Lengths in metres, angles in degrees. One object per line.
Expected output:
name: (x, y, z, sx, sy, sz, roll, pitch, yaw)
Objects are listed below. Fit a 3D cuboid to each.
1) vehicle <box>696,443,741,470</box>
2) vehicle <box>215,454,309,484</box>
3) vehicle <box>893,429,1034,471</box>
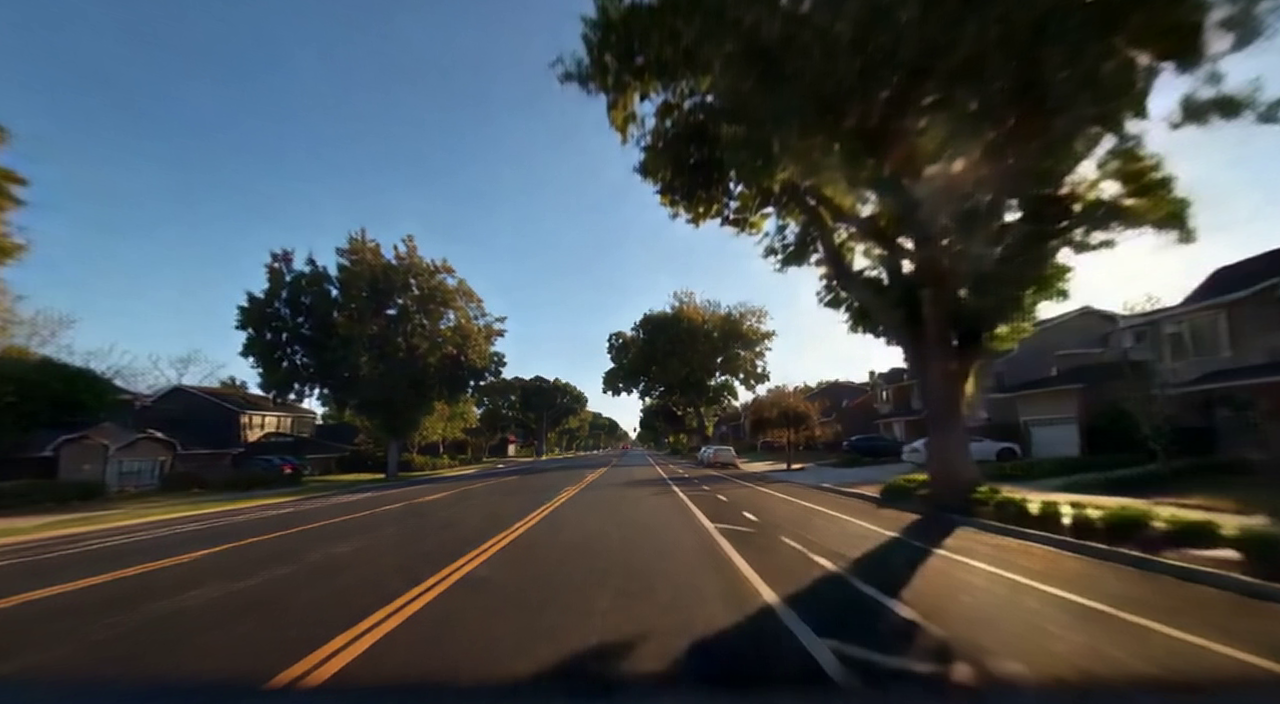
vehicle: (4.795, 6.466, 39.155, 1.995, 1.553, 4.628, 0, -9, -2)
vehicle: (-23.345, 7.215, 39.180, 4.466, 1.773, 2.063, 0, -9, -2)
vehicle: (13.263, 4.042, 26.135, 4.710, 1.612, 1.999, 0, -9, -2)
